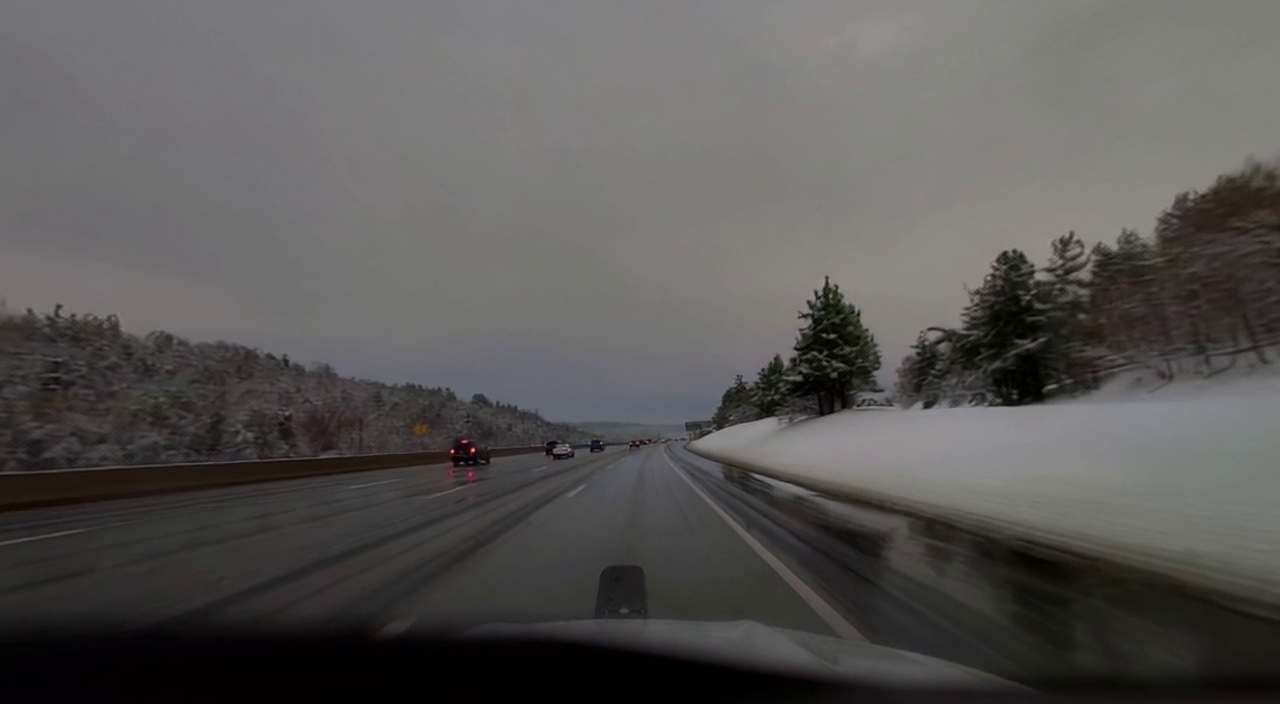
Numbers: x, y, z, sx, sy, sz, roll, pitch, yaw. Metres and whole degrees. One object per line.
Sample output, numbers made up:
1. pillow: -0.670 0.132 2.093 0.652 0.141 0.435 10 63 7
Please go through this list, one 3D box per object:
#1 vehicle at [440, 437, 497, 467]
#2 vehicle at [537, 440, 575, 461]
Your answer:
1. vehicle: -10.401 6.074 38.547 2.122 1.695 4.437 0 -9 2
2. vehicle: -6.333 7.464 47.945 2.107 1.484 4.449 0 -9 2
